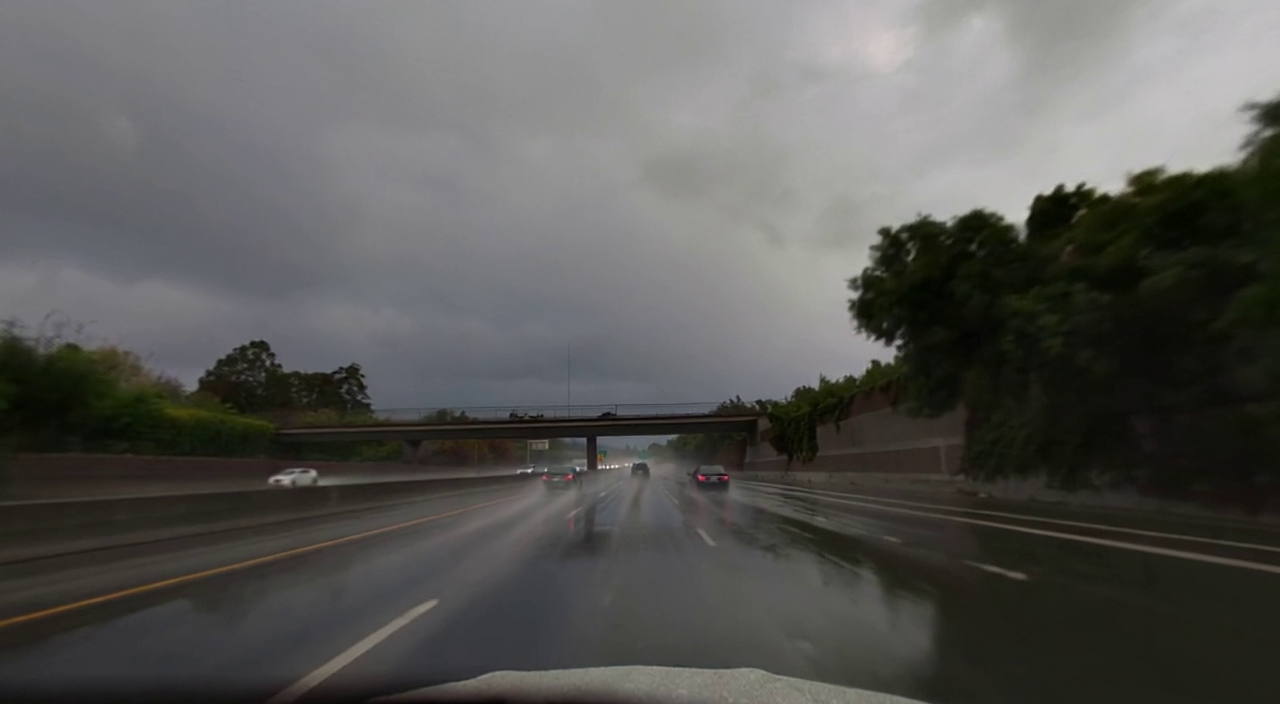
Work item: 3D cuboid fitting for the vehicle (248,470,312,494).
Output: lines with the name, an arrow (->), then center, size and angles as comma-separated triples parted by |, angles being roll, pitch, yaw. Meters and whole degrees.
vehicle -> -28.181, 10.172, 49.334 | 2.133, 1.712, 4.547 | 0, -10, 2

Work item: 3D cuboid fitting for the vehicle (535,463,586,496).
vehicle -> -3.891, 6.331, 31.374 | 1.975, 1.486, 3.903 | 1, -10, 0

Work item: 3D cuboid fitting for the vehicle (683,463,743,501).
vehicle -> 3.186, 5.787, 28.245 | 2.092, 1.518, 4.348 | 1, -10, -2

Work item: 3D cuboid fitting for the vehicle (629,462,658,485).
vehicle -> 0.257, 9.600, 49.567 | 2.181, 1.698, 4.056 | 1, -10, 0
